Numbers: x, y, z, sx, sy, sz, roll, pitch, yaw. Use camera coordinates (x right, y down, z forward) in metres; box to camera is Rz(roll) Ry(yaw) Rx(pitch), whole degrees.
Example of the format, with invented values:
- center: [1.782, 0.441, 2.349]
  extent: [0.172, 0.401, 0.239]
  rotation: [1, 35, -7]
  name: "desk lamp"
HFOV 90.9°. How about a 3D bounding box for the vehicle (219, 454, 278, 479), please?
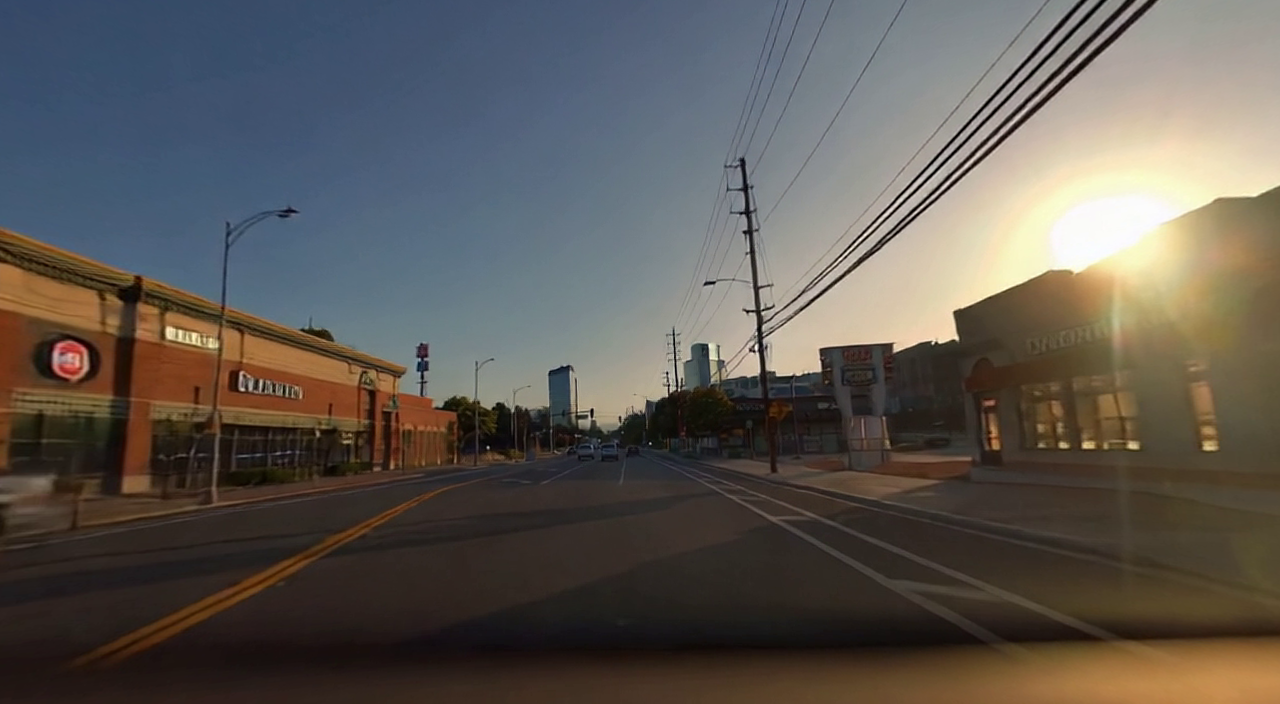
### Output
- center: [-29.751, 8.685, 47.868]
  extent: [4.811, 1.756, 2.070]
  rotation: [-7, -11, 37]
  name: "vehicle"
